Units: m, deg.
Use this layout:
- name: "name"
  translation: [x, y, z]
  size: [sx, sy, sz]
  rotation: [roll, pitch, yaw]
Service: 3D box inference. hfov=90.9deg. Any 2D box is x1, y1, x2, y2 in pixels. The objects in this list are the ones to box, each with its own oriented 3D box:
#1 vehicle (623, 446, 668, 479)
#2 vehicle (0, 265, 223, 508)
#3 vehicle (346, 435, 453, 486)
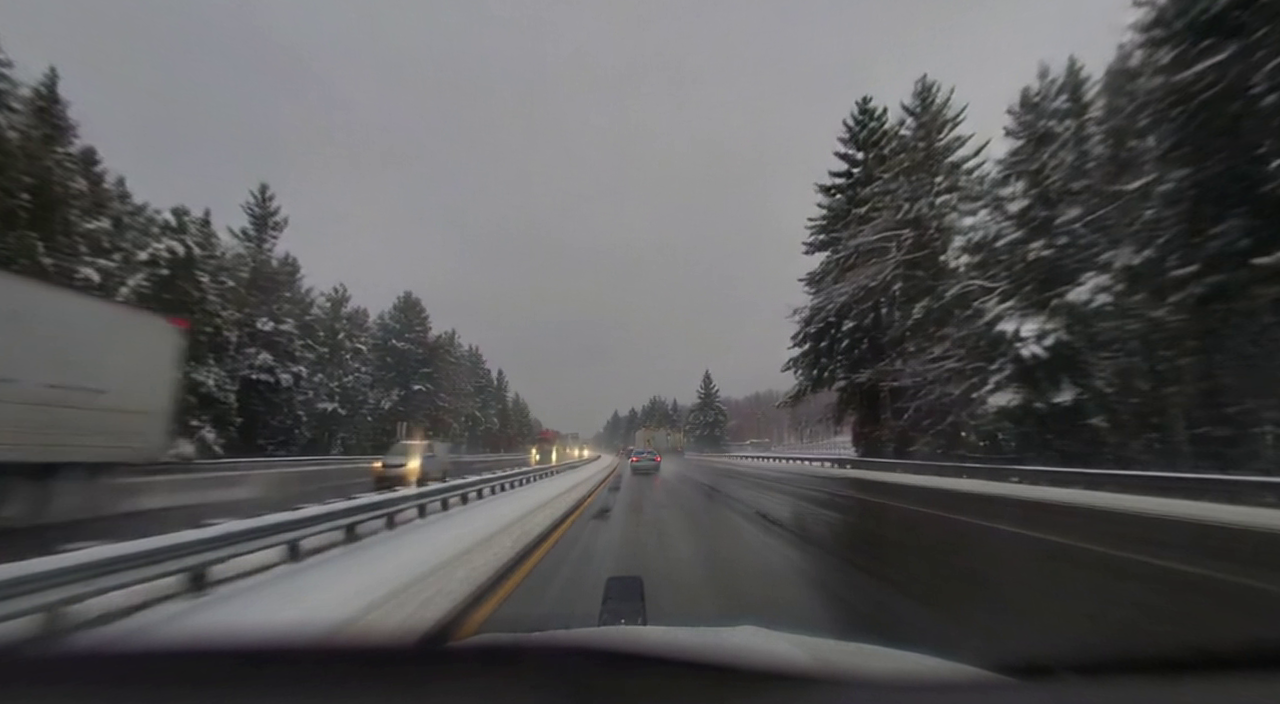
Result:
- name: "vehicle"
  translation: [0.216, 5.439, 31.207]
  size: [2.069, 1.523, 4.012]
  rotation: [0, -9, -2]
- name: "vehicle"
  translation: [-12.417, 0.558, 10.517]
  size: [2.927, 4.111, 12.019]
  rotation: [0, -9, -2]
- name: "vehicle"
  translation: [-7.880, 3.594, 21.158]
  size: [1.872, 1.496, 4.373]
  rotation: [0, -9, -1]
